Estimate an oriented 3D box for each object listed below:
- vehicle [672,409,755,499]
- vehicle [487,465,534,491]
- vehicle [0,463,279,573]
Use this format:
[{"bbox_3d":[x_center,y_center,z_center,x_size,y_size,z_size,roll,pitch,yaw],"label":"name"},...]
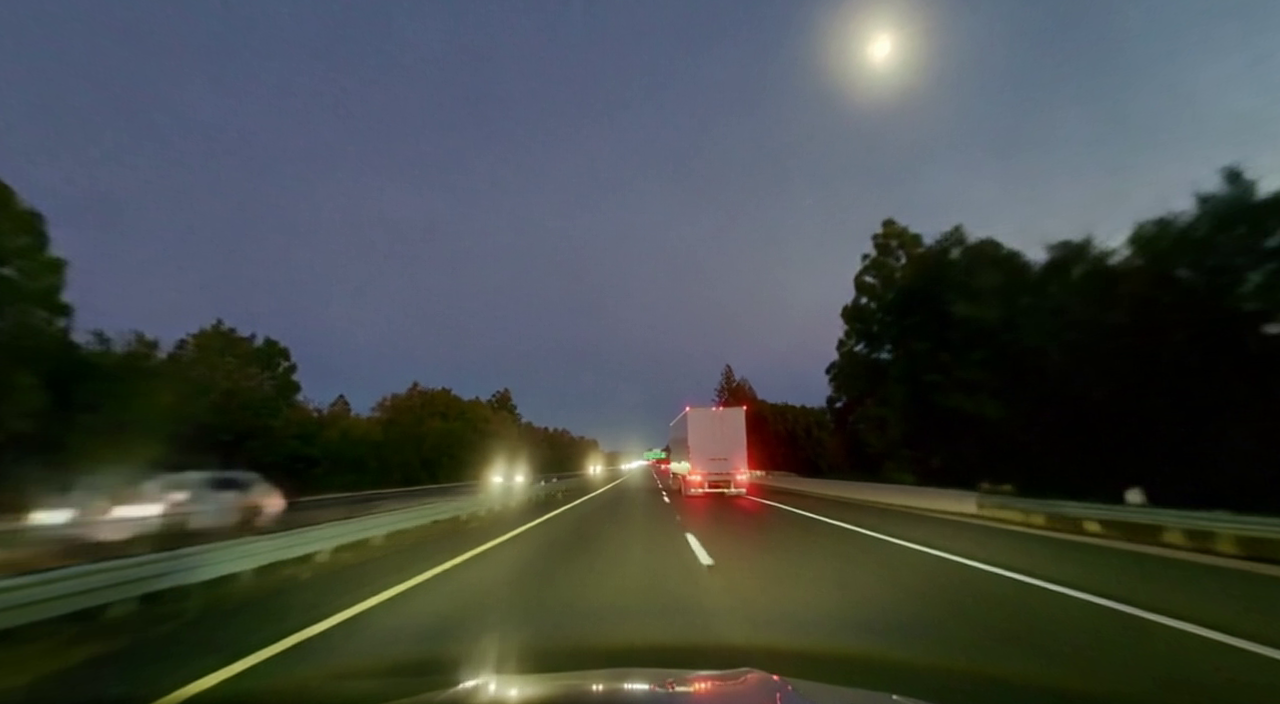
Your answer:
[{"bbox_3d":[3.745,5.939,36.027,3.204,4.102,13.306,0,-10,0],"label":"vehicle"},{"bbox_3d":[-8.204,8.039,40.350,1.903,1.512,4.492,0,-10,1],"label":"vehicle"},{"bbox_3d":[-8.600,2.701,10.976,1.887,1.462,4.482,0,-10,1],"label":"vehicle"}]
